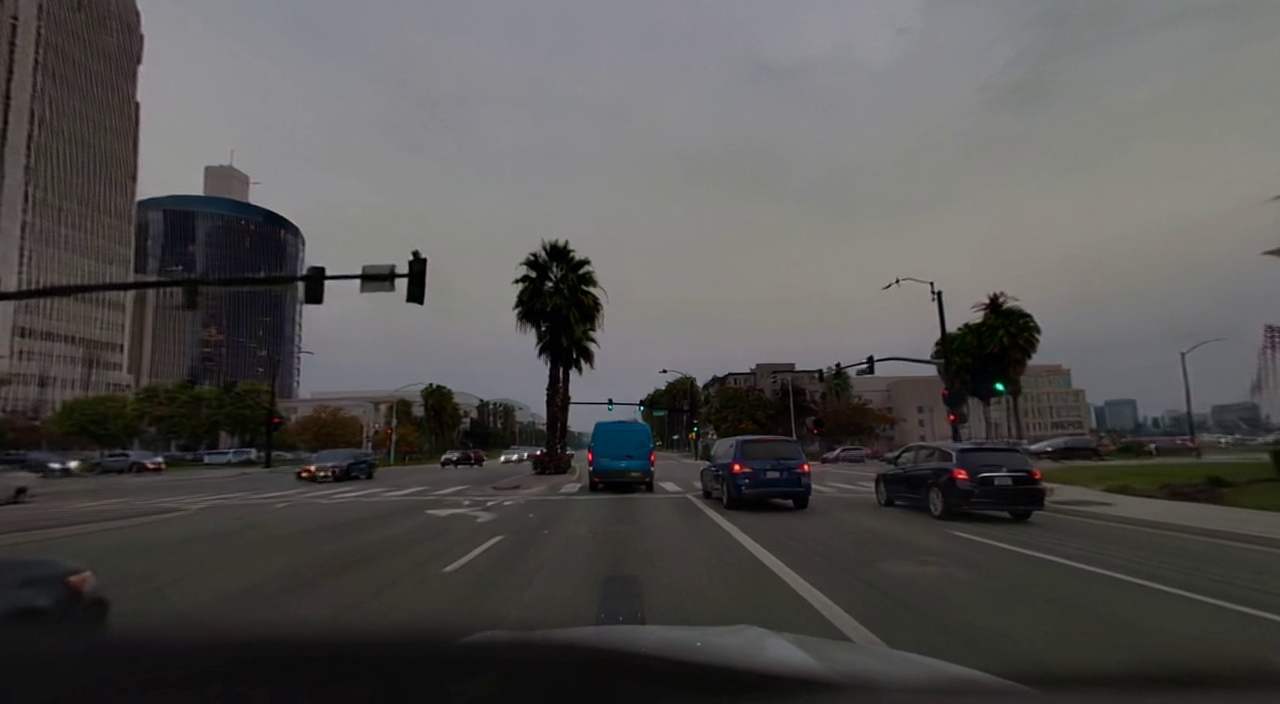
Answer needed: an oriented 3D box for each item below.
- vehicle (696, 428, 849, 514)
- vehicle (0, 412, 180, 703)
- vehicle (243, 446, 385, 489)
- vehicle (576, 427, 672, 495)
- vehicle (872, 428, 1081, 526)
[{"bbox_3d":[2.933,2.806,15.414,2.462,1.736,4.899,0,-9,-3],"label":"vehicle"},{"bbox_3d":[-3.430,0.735,0.936,1.997,1.430,4.655,0,-9,0],"label":"vehicle"},{"bbox_3d":[-13.245,4.712,25.866,4.681,1.653,2.109,-1,-9,5],"label":"vehicle"},{"bbox_3d":[-0.606,3.685,21.703,2.848,1.991,5.706,0,-9,-2],"label":"vehicle"},{"bbox_3d":[7.088,2.654,14.010,2.023,1.771,4.488,0,-9,-2],"label":"vehicle"}]
